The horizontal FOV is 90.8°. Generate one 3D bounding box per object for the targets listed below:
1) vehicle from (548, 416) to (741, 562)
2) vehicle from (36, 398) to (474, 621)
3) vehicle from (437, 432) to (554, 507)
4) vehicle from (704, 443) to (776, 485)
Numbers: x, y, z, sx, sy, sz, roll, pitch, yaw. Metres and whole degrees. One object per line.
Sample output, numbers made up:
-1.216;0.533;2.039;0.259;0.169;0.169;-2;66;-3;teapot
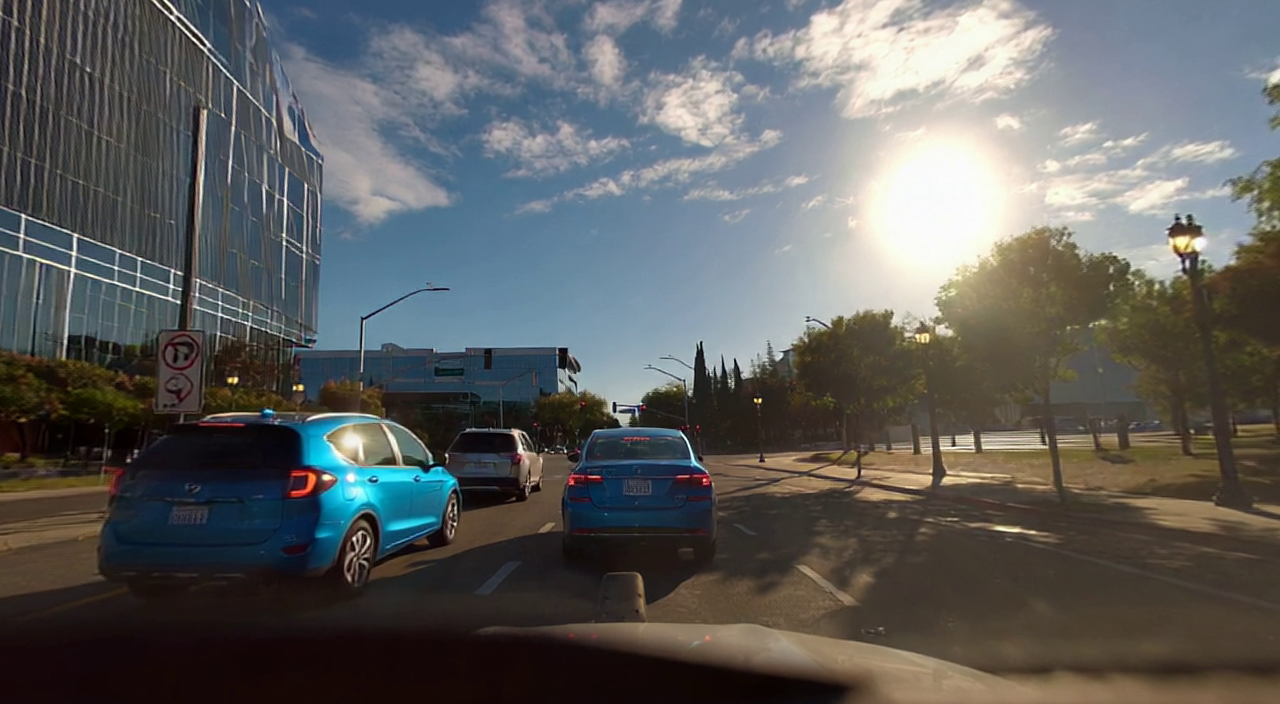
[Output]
0.024;1.882;9.395;2.207;1.659;4.155;0;-8;-1;vehicle
-3.539;1.529;7.105;2.083;1.691;4.398;0;-8;1;vehicle
-3.590;2.995;16.582;2.068;1.678;4.199;0;-8;0;vehicle
3.753;4.267;24.465;2.082;1.445;4.426;0;-8;0;vehicle
